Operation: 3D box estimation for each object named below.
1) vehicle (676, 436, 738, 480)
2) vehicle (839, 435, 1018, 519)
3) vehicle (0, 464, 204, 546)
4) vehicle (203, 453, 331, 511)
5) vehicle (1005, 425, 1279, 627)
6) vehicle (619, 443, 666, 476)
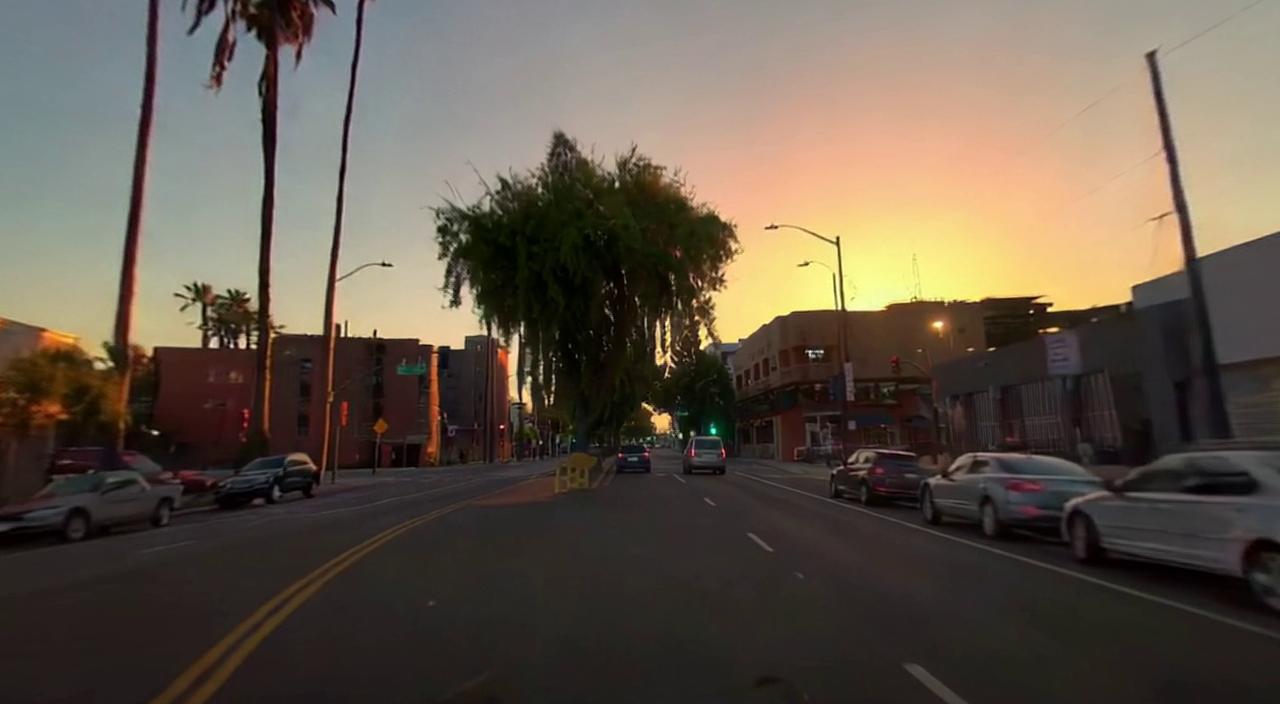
[{"bbox_3d":[2.731,4.445,26.770,2.003,1.702,4.288,0,-8,-2],"label":"vehicle"},{"bbox_3d":[6.417,2.809,14.744,2.157,1.640,4.228,0,-8,0],"label":"vehicle"},{"bbox_3d":[-12.450,3.414,14.419,1.978,1.501,4.355,-3,-11,-2],"label":"vehicle"},{"bbox_3d":[-12.672,4.482,21.818,1.949,1.682,4.094,-3,-11,-1],"label":"vehicle"},{"bbox_3d":[6.300,1.603,6.412,2.174,1.643,4.860,0,-8,-2],"label":"vehicle"},{"bbox_3d":[0.100,5.083,30.157,2.088,1.452,3.993,0,-8,-1],"label":"vehicle"}]
